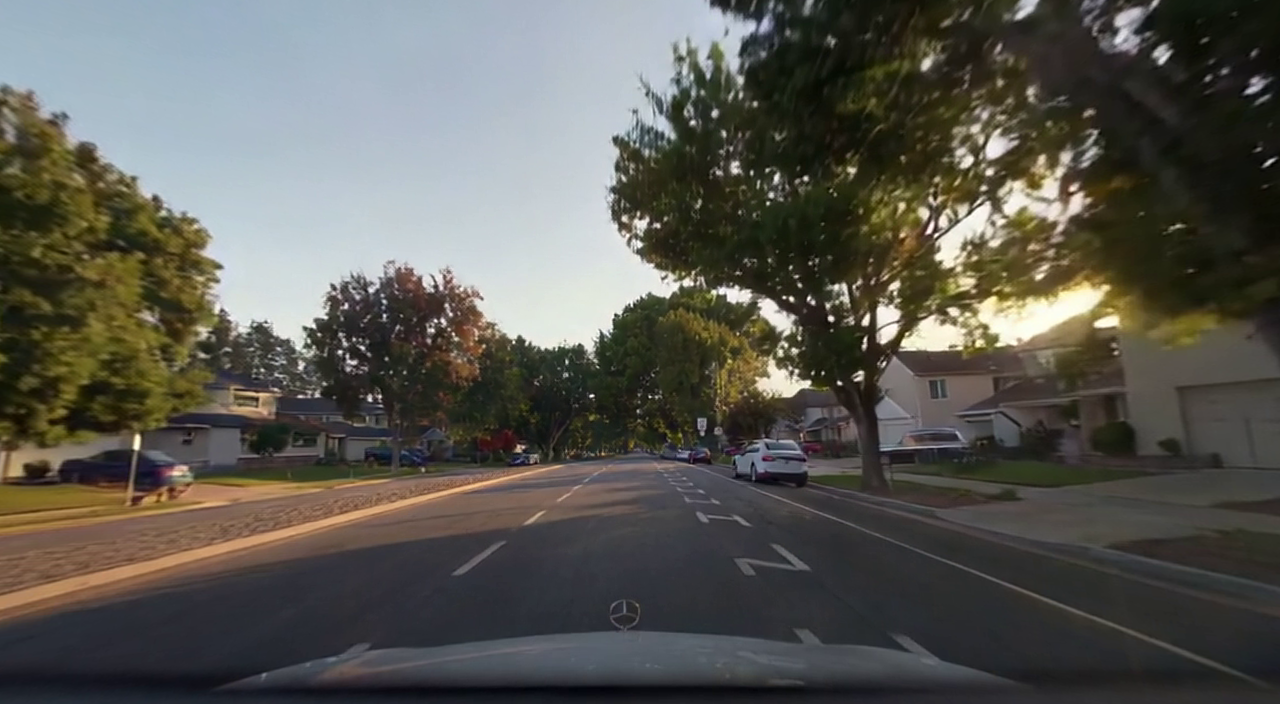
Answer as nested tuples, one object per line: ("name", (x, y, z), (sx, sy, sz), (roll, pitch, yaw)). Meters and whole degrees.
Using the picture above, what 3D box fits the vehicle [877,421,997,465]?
("vehicle", (15.701, 4.851, 33.667), (5.096, 1.931, 2.288), (-4, -9, 2))

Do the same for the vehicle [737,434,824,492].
("vehicle", (4.990, 3.999, 23.080), (2.082, 1.763, 4.718), (3, -8, 0))

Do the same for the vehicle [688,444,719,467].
("vehicle", (4.743, 7.823, 47.574), (1.934, 1.546, 5.009), (2, -10, 2))

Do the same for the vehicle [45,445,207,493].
("vehicle", (-20.488, 4.636, 25.302), (4.818, 1.625, 2.012), (1, -8, 5))
